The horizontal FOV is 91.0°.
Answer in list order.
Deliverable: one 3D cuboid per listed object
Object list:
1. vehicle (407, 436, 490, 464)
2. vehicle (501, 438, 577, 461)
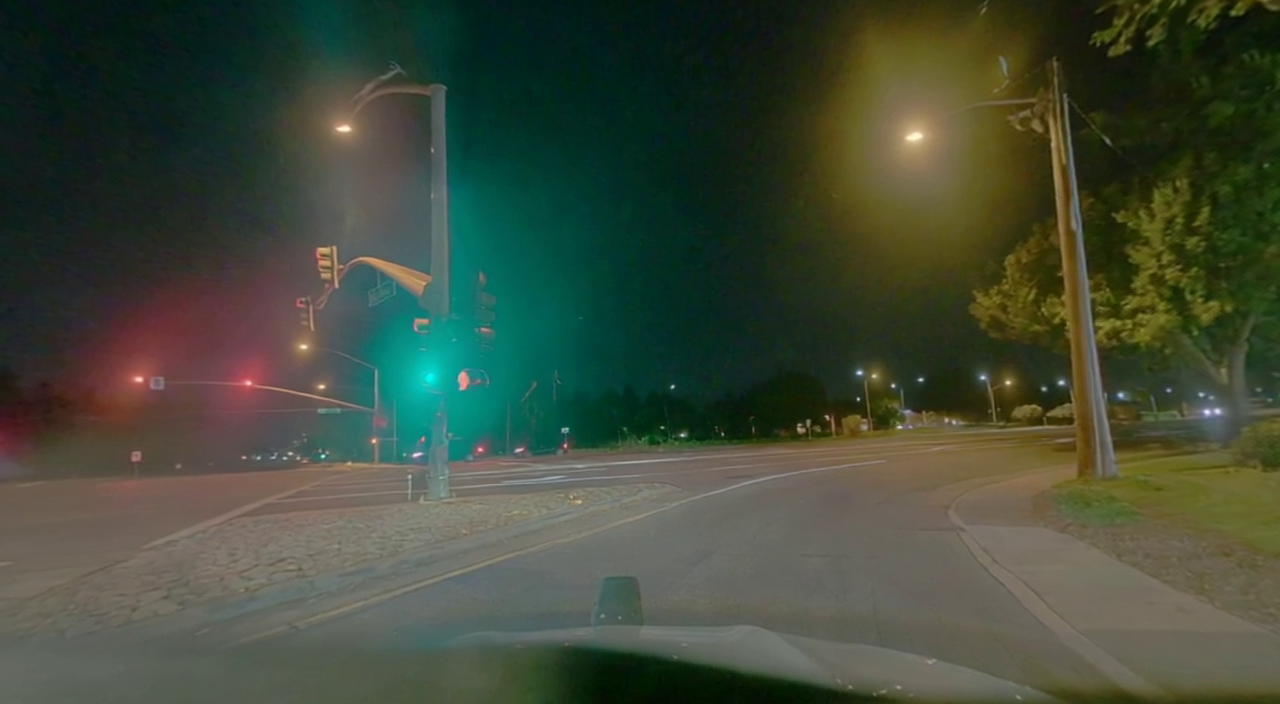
[{"bbox_3d":[-12.706,6.502,41.875,4.782,1.776,2.118,6,-10,-35],"label":"vehicle"},{"bbox_3d":[-6.552,6.323,40.901,4.527,1.444,1.811,6,-10,-36],"label":"vehicle"}]
